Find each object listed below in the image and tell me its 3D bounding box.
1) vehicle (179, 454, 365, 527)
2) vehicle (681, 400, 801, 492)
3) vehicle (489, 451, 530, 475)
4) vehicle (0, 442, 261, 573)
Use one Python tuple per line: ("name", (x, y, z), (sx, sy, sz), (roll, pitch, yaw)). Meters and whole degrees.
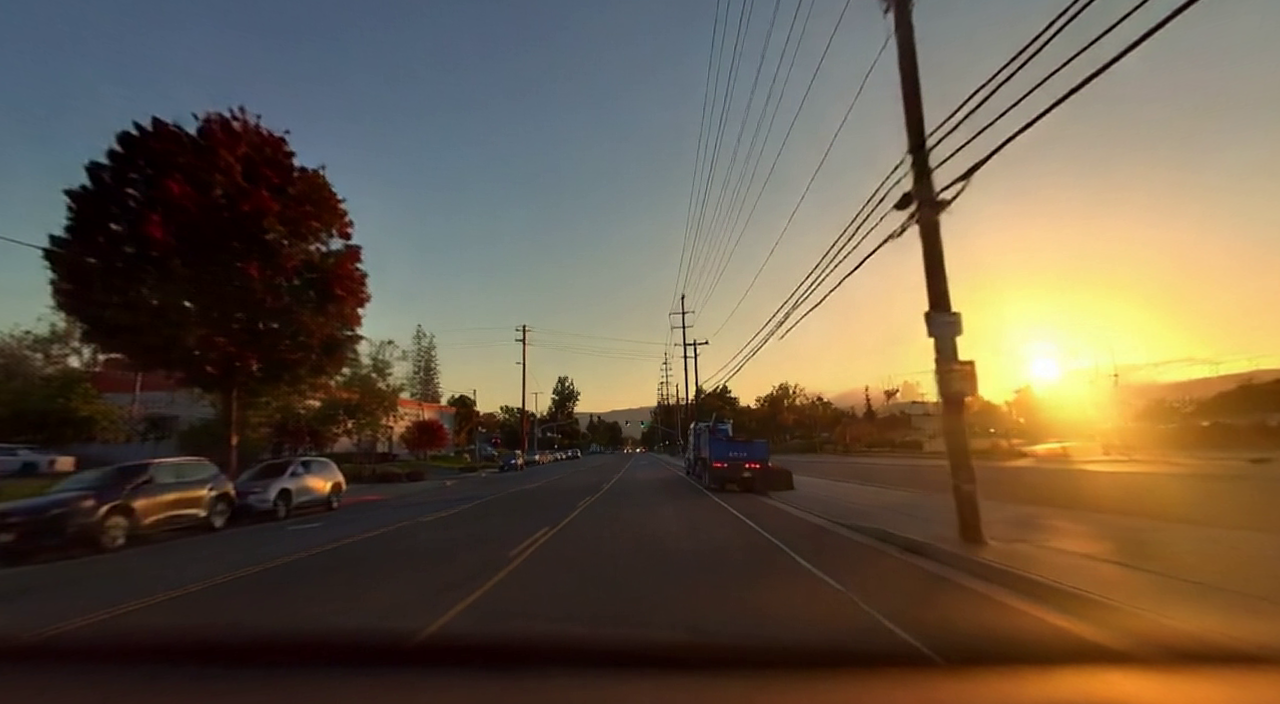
("vehicle", (-8.970, 3.367, 16.000), (1.864, 1.529, 4.677), (0, -9, 1))
("vehicle", (3.767, 3.933, 26.379), (3.168, 3.106, 9.350), (0, -9, -2))
("vehicle", (-8.655, 7.400, 42.280), (1.939, 1.480, 4.632), (0, -9, -2))
("vehicle", (-9.087, 2.481, 11.022), (1.938, 1.756, 4.686), (0, -9, 1))
